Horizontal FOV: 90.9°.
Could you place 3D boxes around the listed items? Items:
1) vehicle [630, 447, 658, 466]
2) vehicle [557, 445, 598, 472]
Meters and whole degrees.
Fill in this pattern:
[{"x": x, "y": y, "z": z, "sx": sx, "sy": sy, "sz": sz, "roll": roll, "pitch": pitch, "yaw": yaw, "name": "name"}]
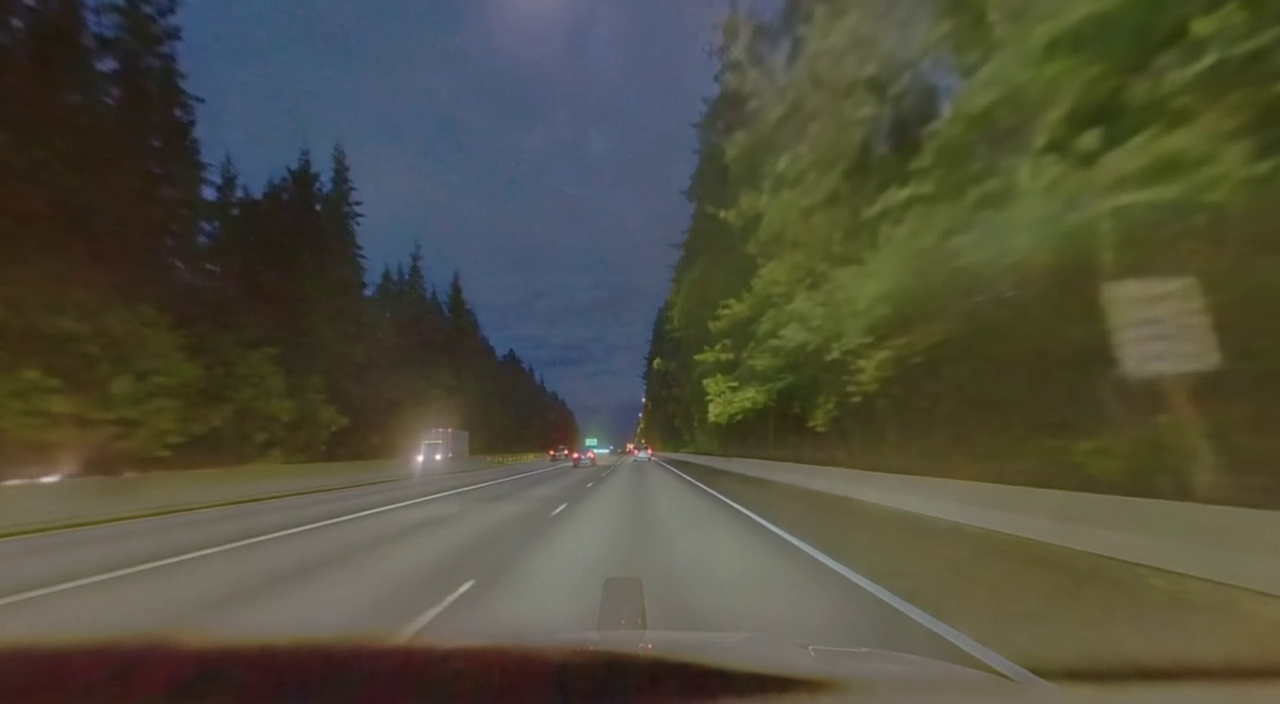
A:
[{"x": 0.279, "y": 7.877, "z": 47.548, "sx": 1.989, "sy": 1.402, "sz": 3.831, "roll": 0, "pitch": -9, "yaw": -1, "name": "vehicle"}, {"x": -3.743, "y": 6.437, "z": 38.303, "sx": 2.112, "sy": 1.498, "sz": 4.117, "roll": 0, "pitch": -9, "yaw": -1, "name": "vehicle"}]
